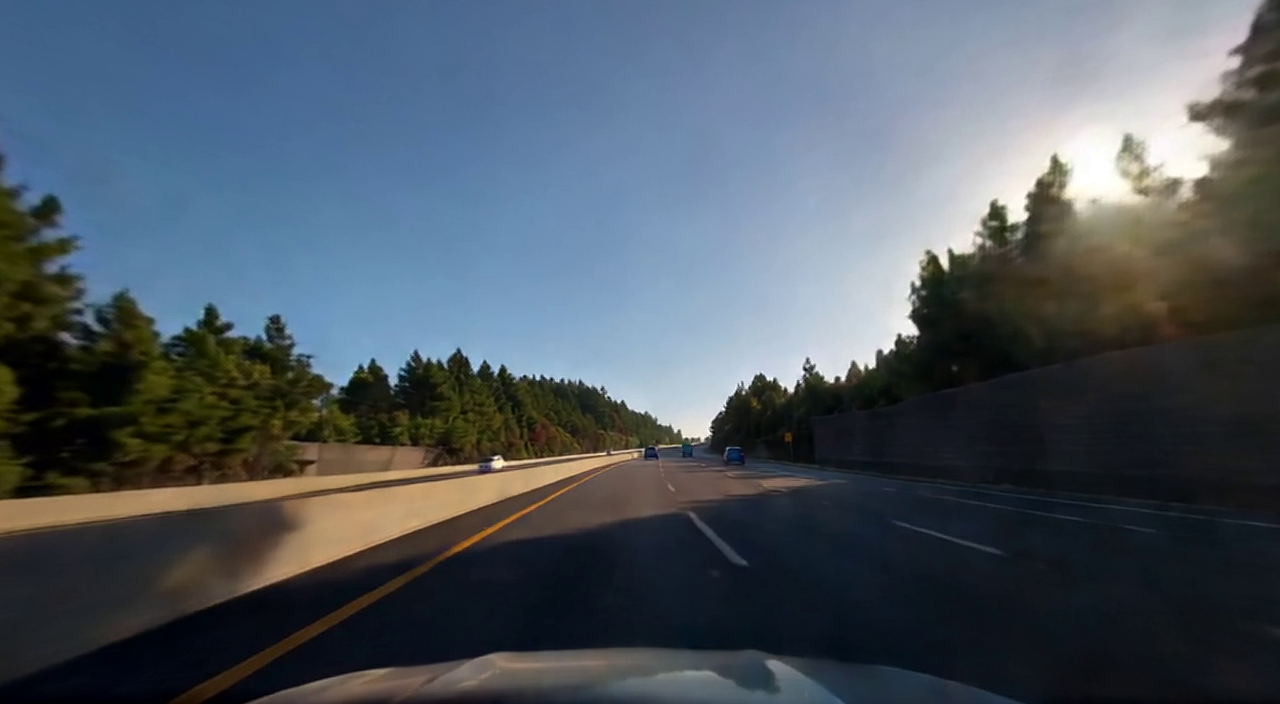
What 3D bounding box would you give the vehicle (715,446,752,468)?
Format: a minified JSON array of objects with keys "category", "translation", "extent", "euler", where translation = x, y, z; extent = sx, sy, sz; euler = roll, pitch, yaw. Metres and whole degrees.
[{"category":"vehicle","translation":[7.145,8.049,48.522],"extent":[2.175,1.574,3.943],"euler":[0,-9,0]}]
